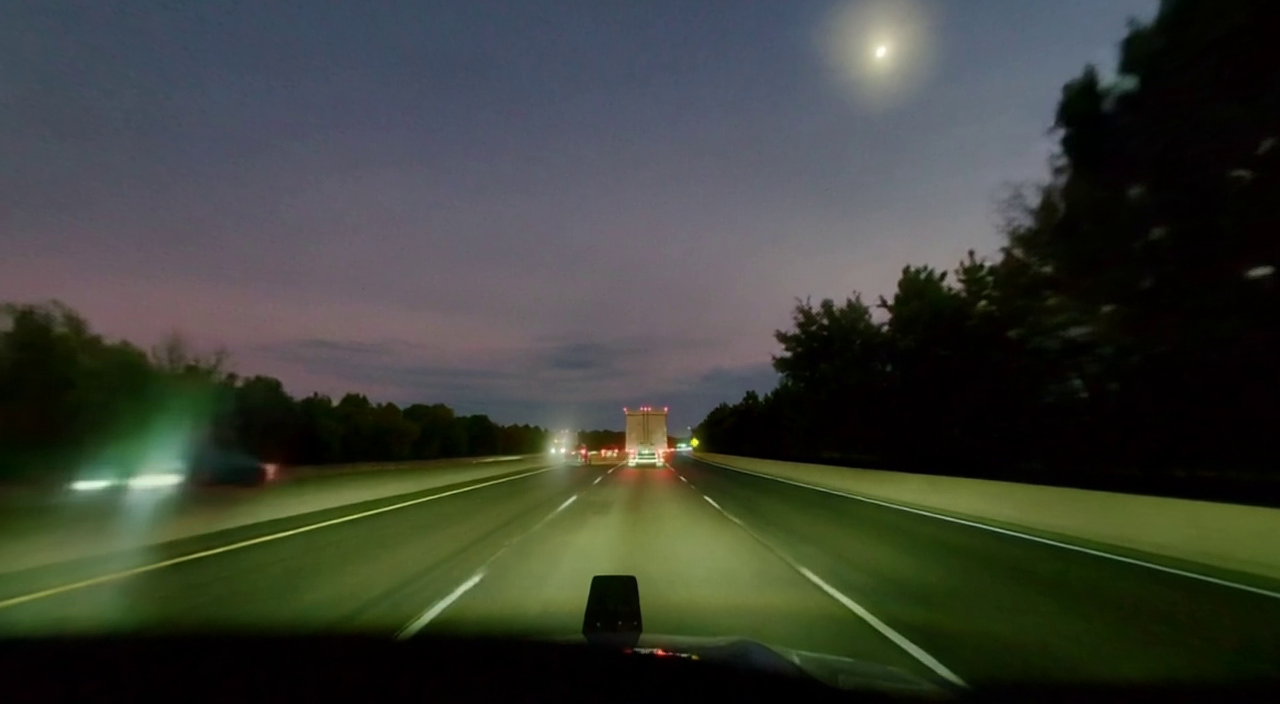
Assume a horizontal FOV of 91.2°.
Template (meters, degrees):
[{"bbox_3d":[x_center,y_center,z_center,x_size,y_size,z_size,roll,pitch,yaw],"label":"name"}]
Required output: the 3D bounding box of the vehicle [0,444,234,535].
[{"bbox_3d":[-10.402,2.611,12.506,1.845,1.488,4.104,0,-9,0],"label":"vehicle"}]

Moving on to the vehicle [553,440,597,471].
[{"bbox_3d":[-3.657,5.922,35.924,2.112,1.645,4.129,0,-9,0],"label":"vehicle"}]

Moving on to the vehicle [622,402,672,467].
[{"bbox_3d":[0.390,6.026,44.864,3.100,4.091,10.664,0,-9,0],"label":"vehicle"}]
